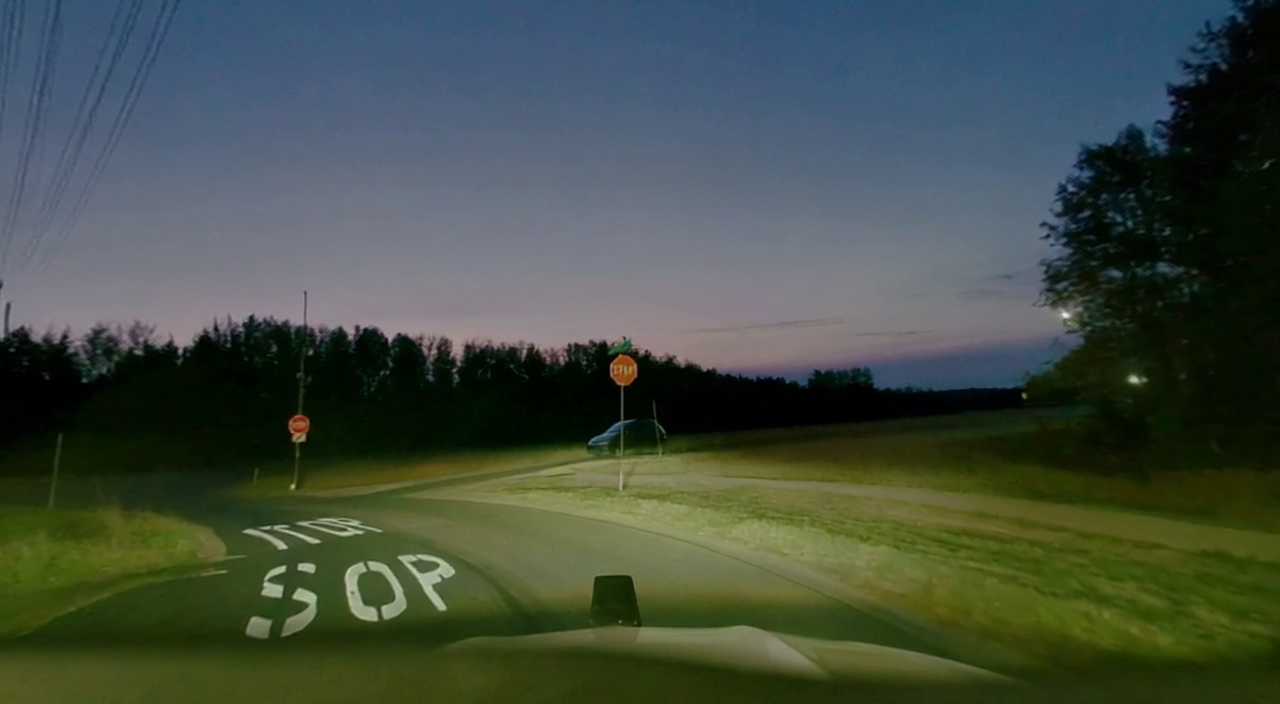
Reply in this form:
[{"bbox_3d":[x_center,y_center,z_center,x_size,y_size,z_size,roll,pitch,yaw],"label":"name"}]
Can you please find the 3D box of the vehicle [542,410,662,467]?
[{"bbox_3d":[-1.425,3.369,24.794,1.914,1.574,4.403,-11,-6,44],"label":"vehicle"}]
